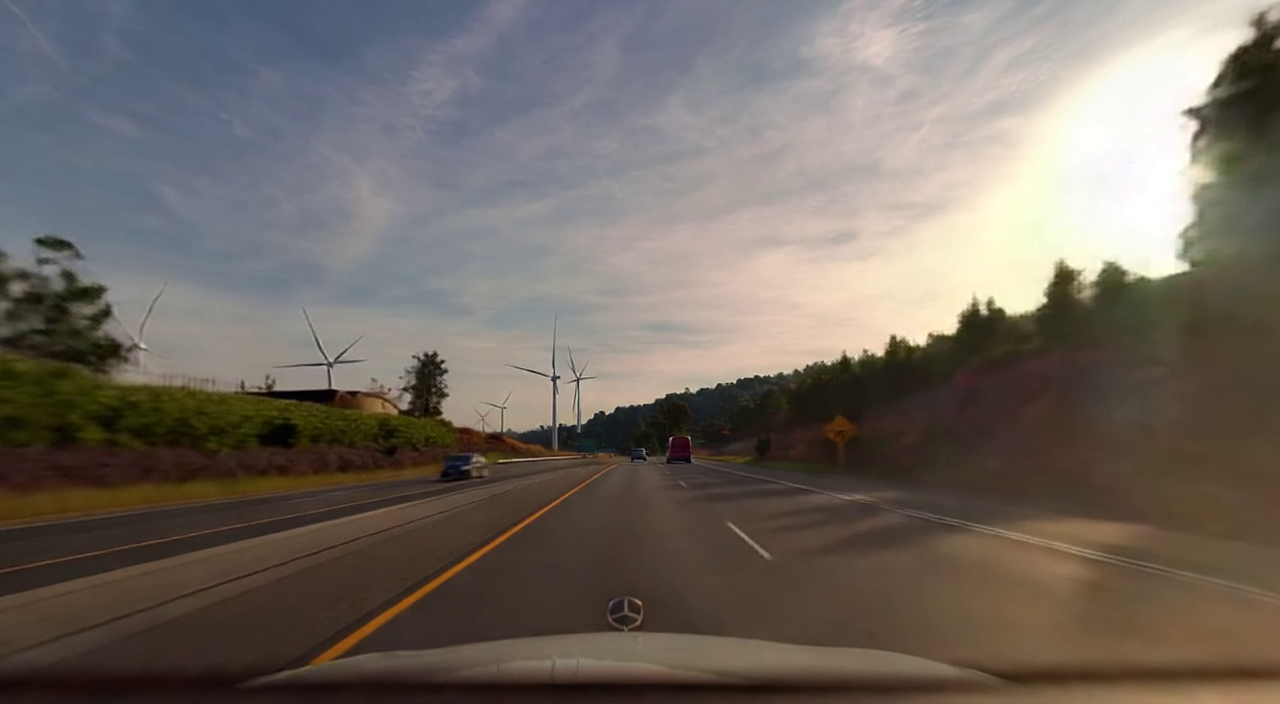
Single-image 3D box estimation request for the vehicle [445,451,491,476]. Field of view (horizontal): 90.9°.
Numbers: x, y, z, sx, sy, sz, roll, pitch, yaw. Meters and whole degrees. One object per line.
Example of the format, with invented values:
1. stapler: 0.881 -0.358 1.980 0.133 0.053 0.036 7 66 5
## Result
1. vehicle: -12.407 8.044 45.648 1.999 1.666 4.506 0 -9 0
